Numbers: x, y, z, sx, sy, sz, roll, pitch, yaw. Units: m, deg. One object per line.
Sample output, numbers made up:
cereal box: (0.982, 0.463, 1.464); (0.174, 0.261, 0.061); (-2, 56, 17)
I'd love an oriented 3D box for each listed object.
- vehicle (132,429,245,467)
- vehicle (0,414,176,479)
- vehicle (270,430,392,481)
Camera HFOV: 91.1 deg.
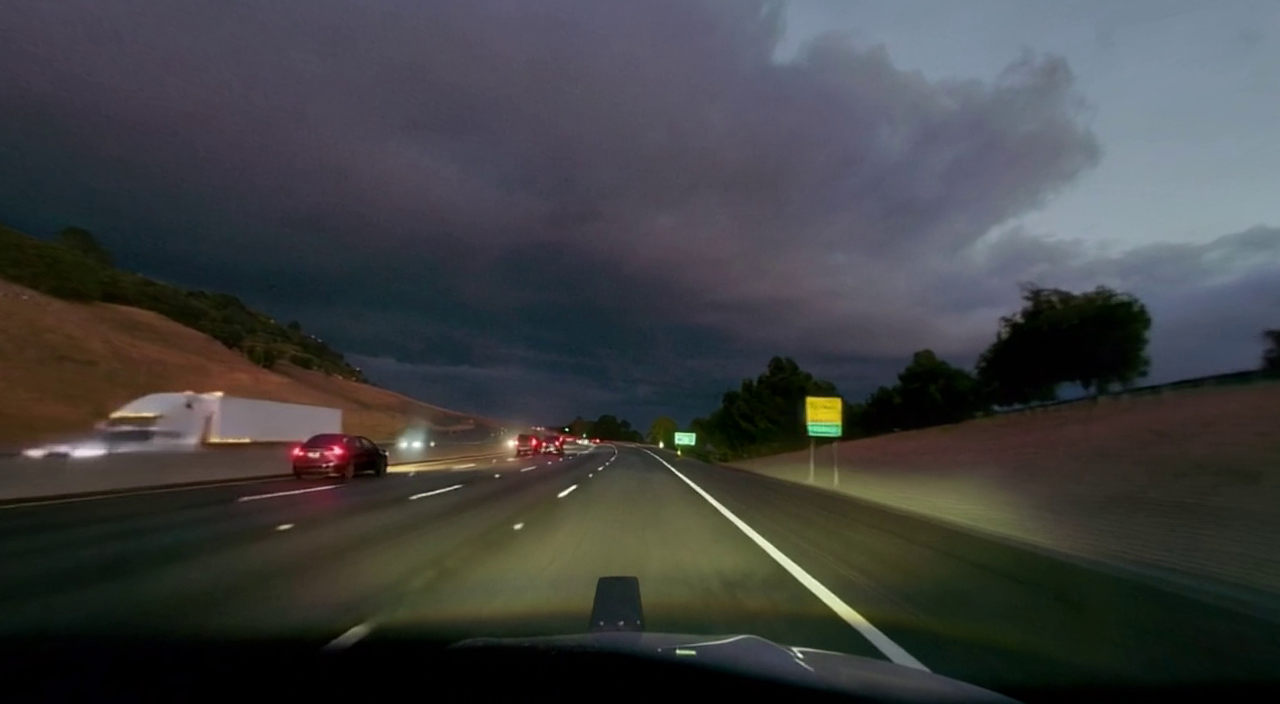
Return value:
vehicle: (-21.708, 4.665, 30.489); (2.006, 1.682, 4.664); (0, -8, 0)
vehicle: (-18.298, 3.057, 20.375); (2.179, 1.790, 5.517); (0, -8, 1)
vehicle: (-10.901, 3.696, 22.581); (2.001, 1.625, 4.528); (0, -8, 1)
